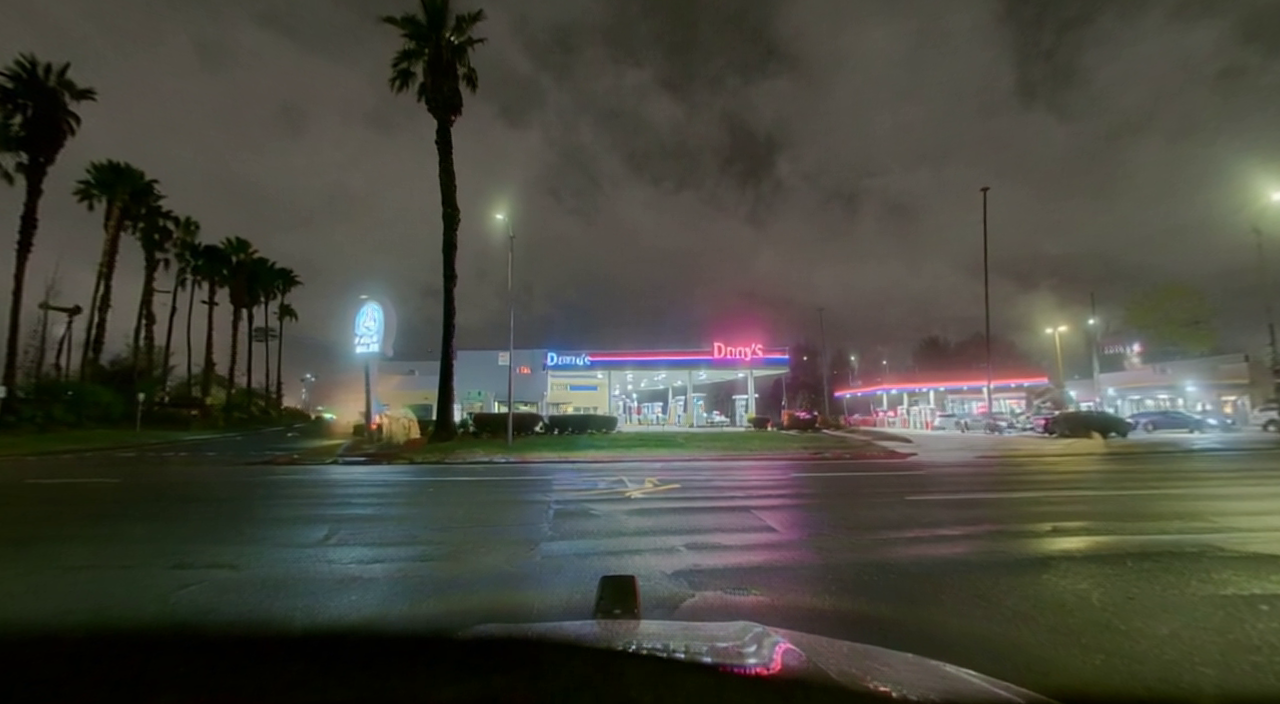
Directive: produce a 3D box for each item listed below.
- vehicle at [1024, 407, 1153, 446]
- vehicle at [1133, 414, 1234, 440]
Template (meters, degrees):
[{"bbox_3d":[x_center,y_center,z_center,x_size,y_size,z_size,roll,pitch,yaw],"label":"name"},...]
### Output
[{"bbox_3d":[21.992,3.610,31.091,4.880,1.754,2.202,0,-5,-7],"label":"vehicle"},{"bbox_3d":[33.889,4.747,39.571,1.805,1.466,4.641,1,-9,-8],"label":"vehicle"}]
